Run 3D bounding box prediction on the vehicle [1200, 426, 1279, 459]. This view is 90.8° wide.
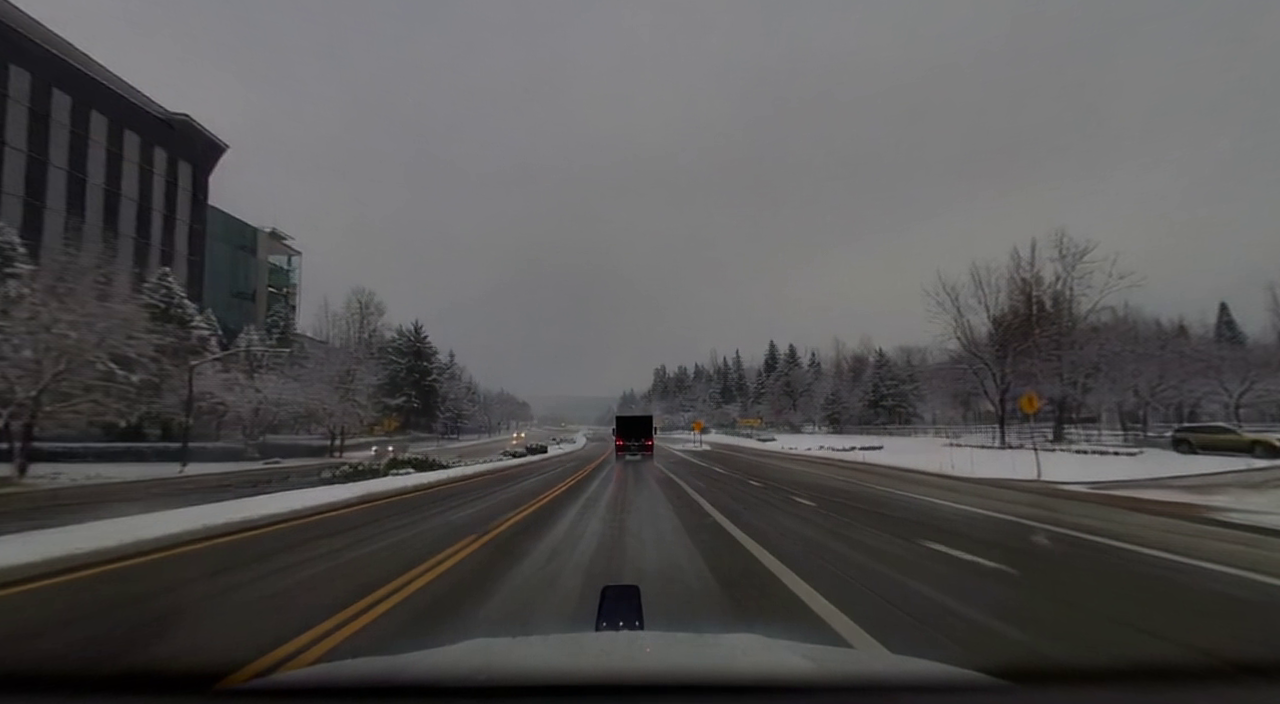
[{"bbox_3d":[35.702,5.264,36.938,4.297,1.798,1.955,0,-8,-10],"label":"vehicle"}]

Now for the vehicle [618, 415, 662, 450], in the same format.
[{"bbox_3d":[-0.093,4.507,34.950,2.178,1.829,4.932,0,-9,-3],"label":"vehicle"}]
